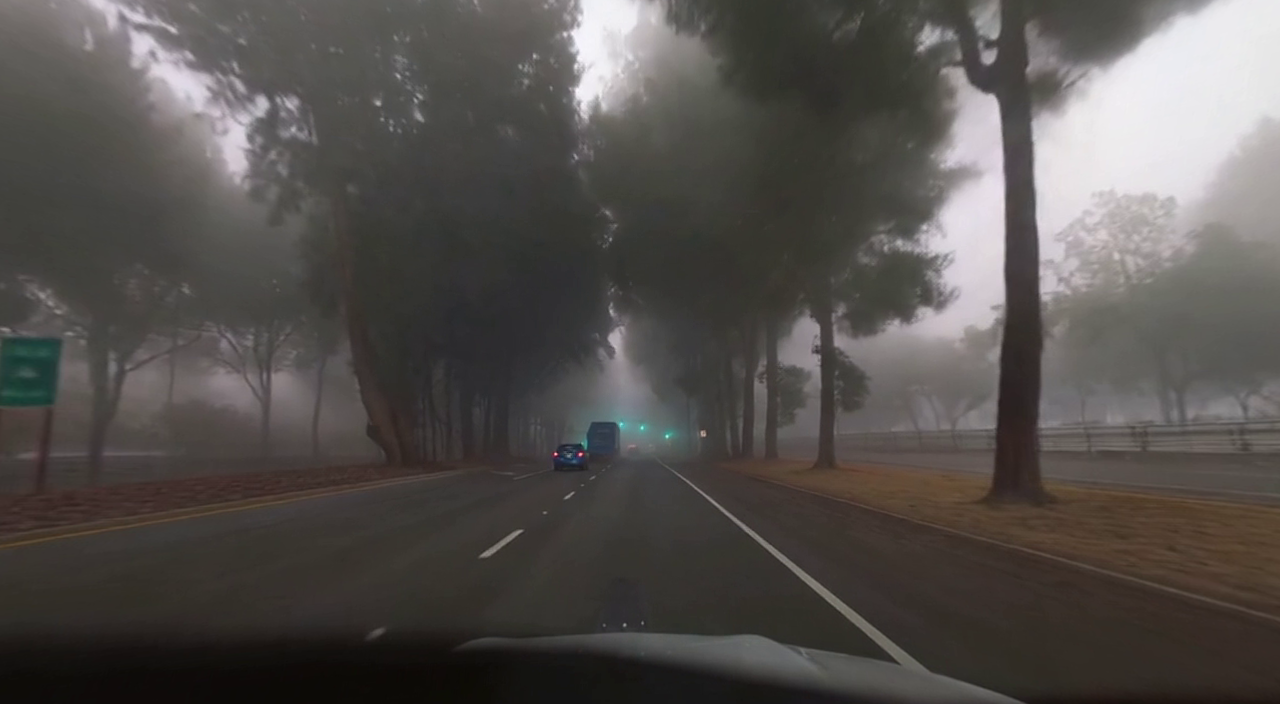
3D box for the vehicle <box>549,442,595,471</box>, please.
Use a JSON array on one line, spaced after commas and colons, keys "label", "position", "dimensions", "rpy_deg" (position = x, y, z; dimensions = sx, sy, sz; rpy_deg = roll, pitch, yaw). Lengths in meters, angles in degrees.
[{"label": "vehicle", "position": [-3.747, 5.839, 35.428], "dimensions": [2.005, 1.462, 4.345], "rpy_deg": [0, -8, 1]}]
